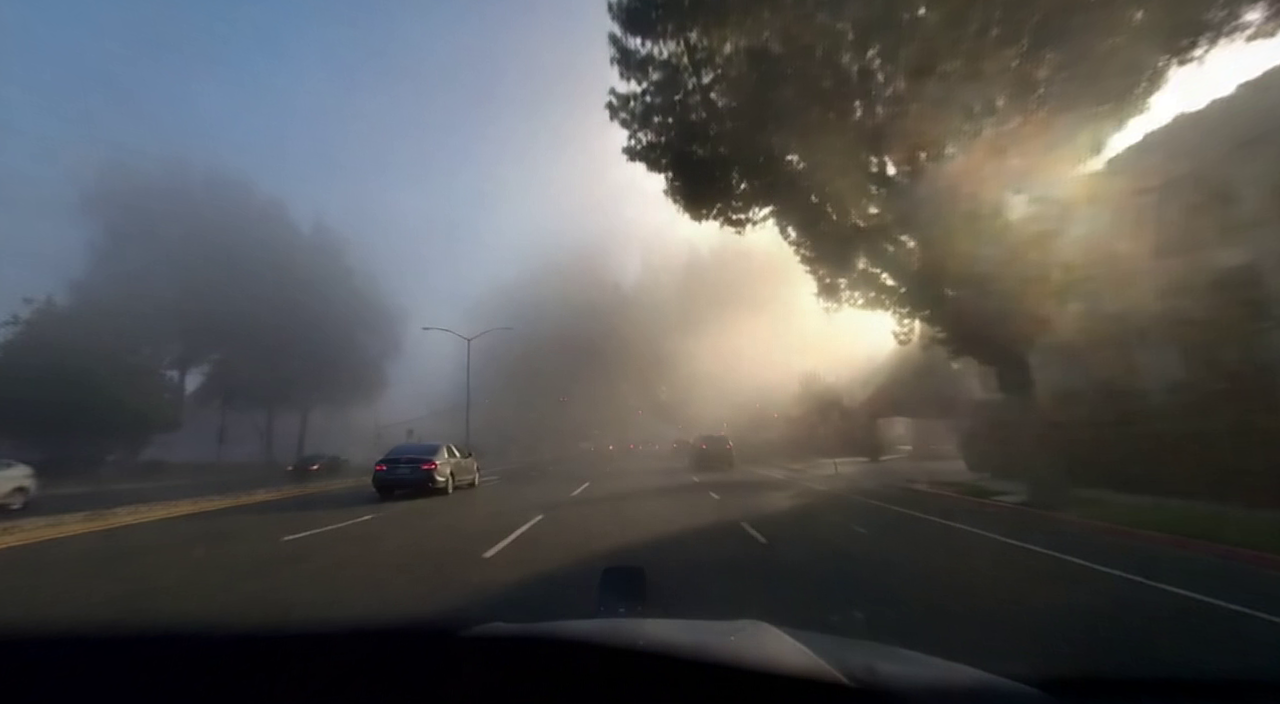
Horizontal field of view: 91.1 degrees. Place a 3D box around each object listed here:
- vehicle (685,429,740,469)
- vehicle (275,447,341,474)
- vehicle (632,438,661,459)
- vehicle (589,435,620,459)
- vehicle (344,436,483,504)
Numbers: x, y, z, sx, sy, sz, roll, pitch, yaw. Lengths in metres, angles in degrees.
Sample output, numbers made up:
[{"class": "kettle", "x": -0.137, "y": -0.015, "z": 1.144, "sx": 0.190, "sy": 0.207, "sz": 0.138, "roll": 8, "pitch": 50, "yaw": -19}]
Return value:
[{"class": "vehicle", "x": 3.504, "y": 4.810, "z": 31.375, "sx": 2.141, "sy": 1.833, "sz": 4.704, "roll": 0, "pitch": -8, "yaw": -1}, {"class": "vehicle", "x": -19.614, "y": 6.390, "z": 37.238, "sx": 1.717, "sy": 1.486, "sz": 4.238, "roll": 0, "pitch": -8, "yaw": -2}, {"class": "vehicle", "x": 0.486, "y": 6.956, "z": 45.422, "sx": 2.021, "sy": 1.461, "sz": 3.862, "roll": 0, "pitch": -8, "yaw": 1}, {"class": "vehicle", "x": -2.662, "y": 7.152, "z": 47.500, "sx": 1.912, "sy": 1.703, "sz": 4.261, "roll": 0, "pitch": -8, "yaw": 2}, {"class": "vehicle", "x": -5.537, "y": 2.926, "z": 16.086, "sx": 1.926, "sy": 1.465, "sz": 4.620, "roll": 0, "pitch": -8, "yaw": -1}]
